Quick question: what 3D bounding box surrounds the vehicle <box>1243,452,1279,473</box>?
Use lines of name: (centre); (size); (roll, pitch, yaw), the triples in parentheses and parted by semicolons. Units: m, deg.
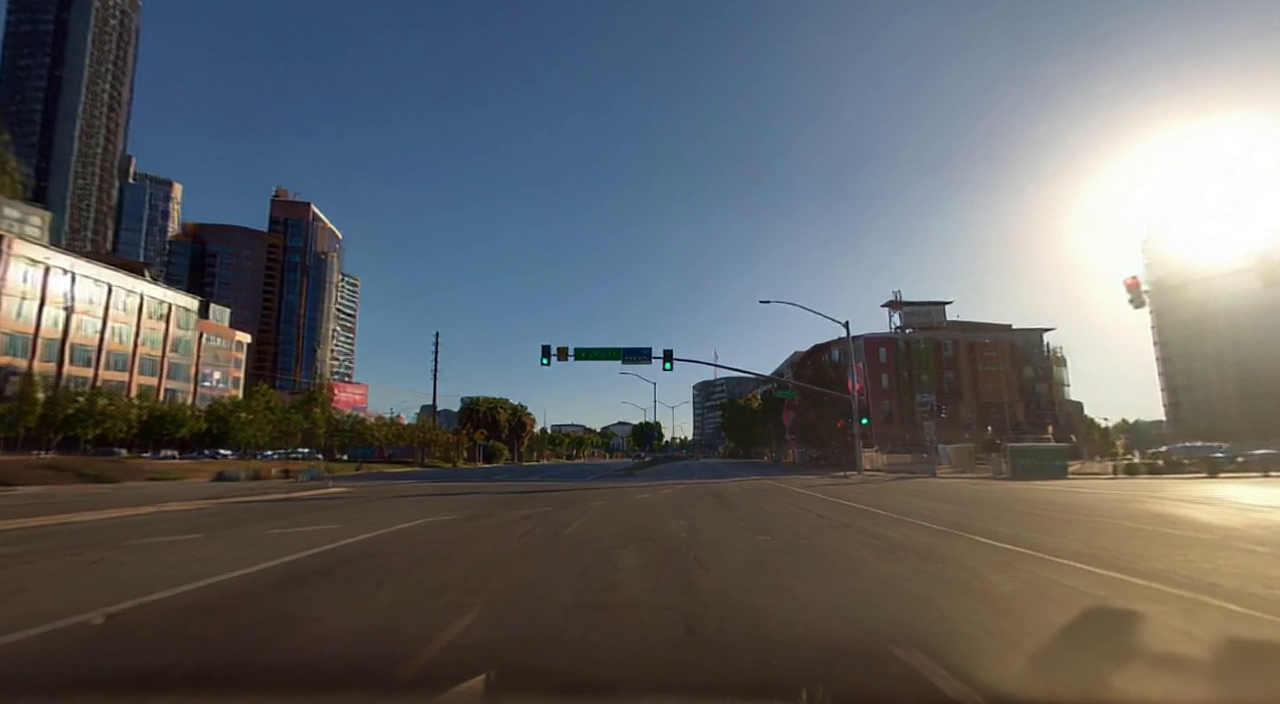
vehicle: (45.058, 7.816, 44.634); (4.341, 1.400, 1.849); (4, -10, -28)
